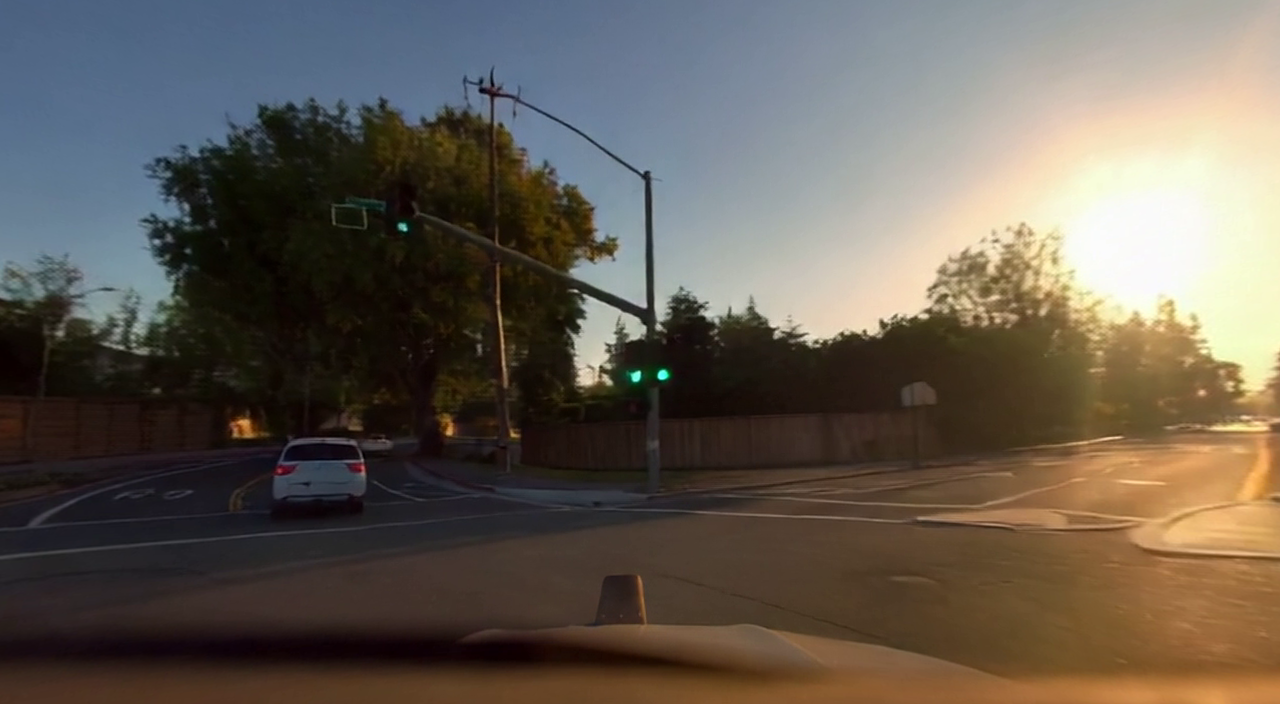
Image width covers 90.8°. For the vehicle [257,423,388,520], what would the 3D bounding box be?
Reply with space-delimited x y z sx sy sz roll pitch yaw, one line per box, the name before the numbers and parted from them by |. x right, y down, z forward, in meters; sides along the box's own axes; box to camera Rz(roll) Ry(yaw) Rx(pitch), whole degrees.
vehicle | -7.320 2.633 14.637 2.230 1.827 4.580 4 -9 -27
